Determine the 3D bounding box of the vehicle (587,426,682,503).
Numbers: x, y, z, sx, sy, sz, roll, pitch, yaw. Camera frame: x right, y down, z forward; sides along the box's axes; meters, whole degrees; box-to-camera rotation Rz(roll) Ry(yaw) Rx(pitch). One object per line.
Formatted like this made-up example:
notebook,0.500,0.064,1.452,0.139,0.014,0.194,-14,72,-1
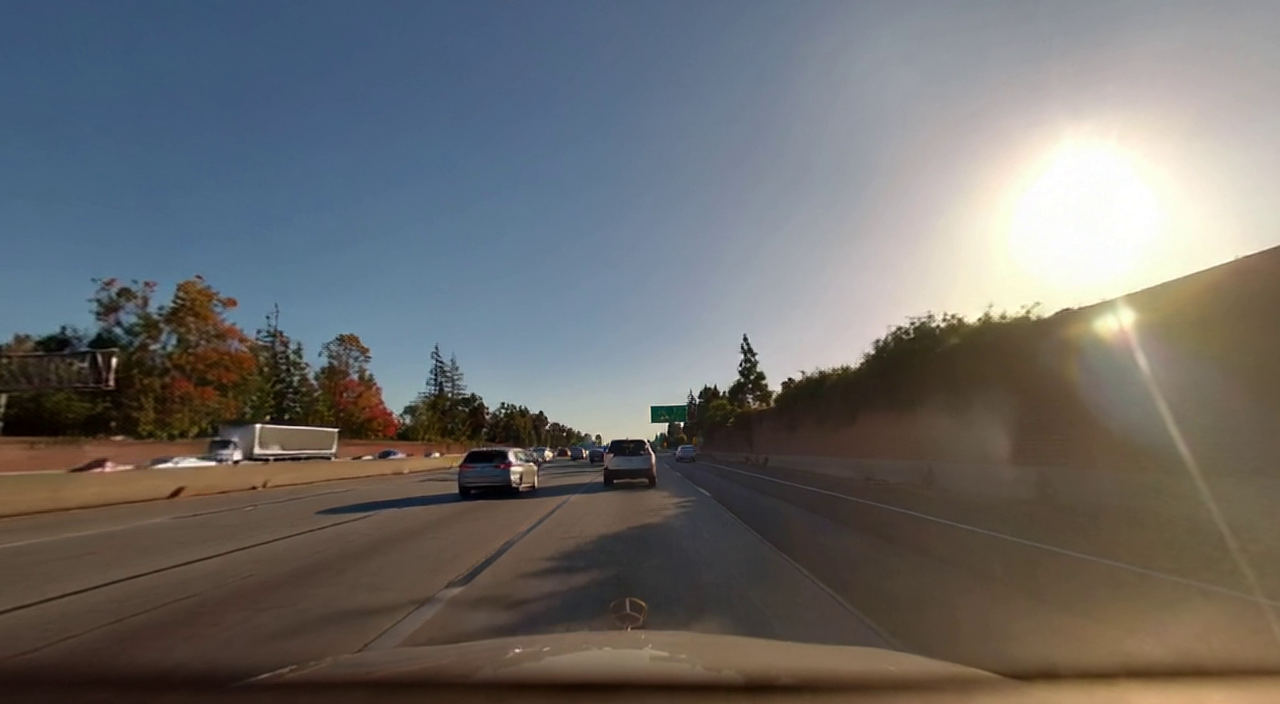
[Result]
vehicle,-0.127,2.983,17.082,2.233,1.804,4.273,0,-9,0

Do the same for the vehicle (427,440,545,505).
vehicle,-3.788,3.037,16.360,1.967,1.442,4.143,0,-9,1

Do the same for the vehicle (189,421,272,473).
vehicle,-28.852,6.744,44.659,2.860,3.491,4.129,0,-9,1

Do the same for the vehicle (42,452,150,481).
vehicle,-32.617,6.861,38.055,2.082,1.608,4.935,0,-9,1
